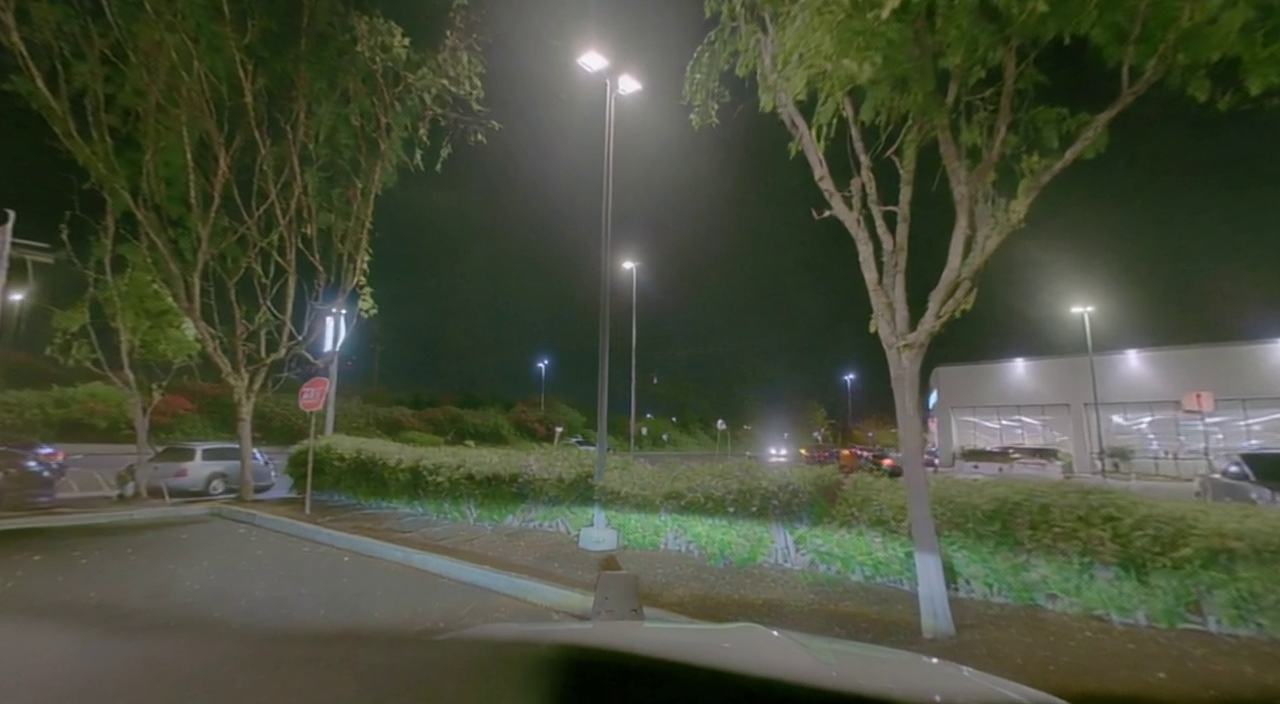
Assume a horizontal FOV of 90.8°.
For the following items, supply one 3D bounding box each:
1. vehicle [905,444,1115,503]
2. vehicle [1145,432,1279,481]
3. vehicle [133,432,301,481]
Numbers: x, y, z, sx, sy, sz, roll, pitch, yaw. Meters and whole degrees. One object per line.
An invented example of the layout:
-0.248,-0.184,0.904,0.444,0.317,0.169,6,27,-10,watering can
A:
10.357,3.352,17.945,4.772,1.441,1.976,-8,-11,41,vehicle
22.982,4.057,24.579,4.939,1.664,2.055,-9,-10,41,vehicle
-15.611,3.862,23.575,1.921,1.632,4.752,-7,-11,41,vehicle
